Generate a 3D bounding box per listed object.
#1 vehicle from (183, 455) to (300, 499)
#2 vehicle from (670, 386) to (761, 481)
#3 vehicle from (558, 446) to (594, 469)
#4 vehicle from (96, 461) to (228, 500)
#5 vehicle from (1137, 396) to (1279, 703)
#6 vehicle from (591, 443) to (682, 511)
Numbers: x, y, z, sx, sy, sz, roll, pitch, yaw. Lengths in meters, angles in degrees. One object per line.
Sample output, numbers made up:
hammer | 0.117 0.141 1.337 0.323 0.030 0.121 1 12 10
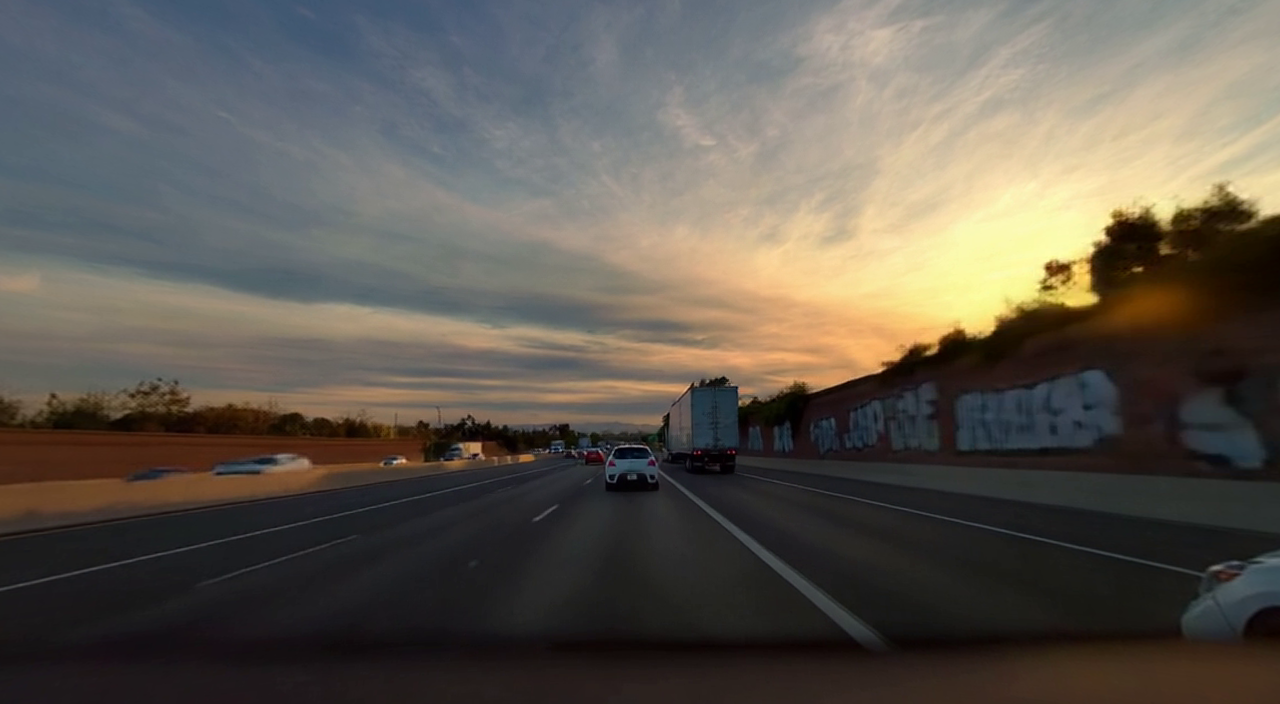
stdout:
vehicle | -14.951 4.675 23.905 1.908 1.458 4.057 0 -9 -3
vehicle | 3.554 4.526 34.003 2.902 4.014 14.446 0 -9 -1
vehicle | -4.344 7.240 43.295 2.067 1.481 4.085 -1 -9 0
vehicle | -20.875 5.603 27.762 2.070 1.453 4.840 0 -9 -1
vehicle | 3.400 0.640 0.552 1.996 1.497 4.754 0 -9 0
vehicle | -0.144 3.096 16.096 2.033 1.468 4.015 0 -9 -2
